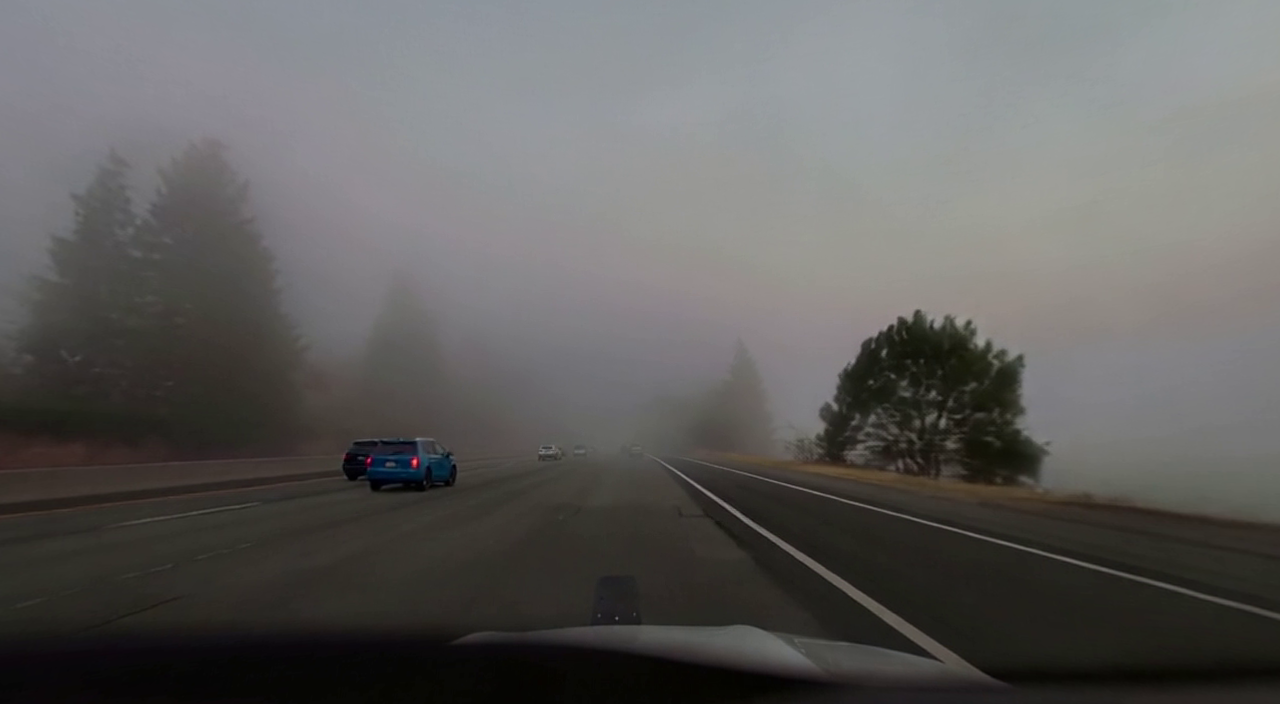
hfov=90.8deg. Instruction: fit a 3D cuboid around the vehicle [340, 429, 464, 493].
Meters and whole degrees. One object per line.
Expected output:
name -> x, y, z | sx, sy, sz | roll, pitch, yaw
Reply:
vehicle -> -7.303, 3.395, 19.979 | 2.146, 1.766, 4.502 | 0, -9, 0
